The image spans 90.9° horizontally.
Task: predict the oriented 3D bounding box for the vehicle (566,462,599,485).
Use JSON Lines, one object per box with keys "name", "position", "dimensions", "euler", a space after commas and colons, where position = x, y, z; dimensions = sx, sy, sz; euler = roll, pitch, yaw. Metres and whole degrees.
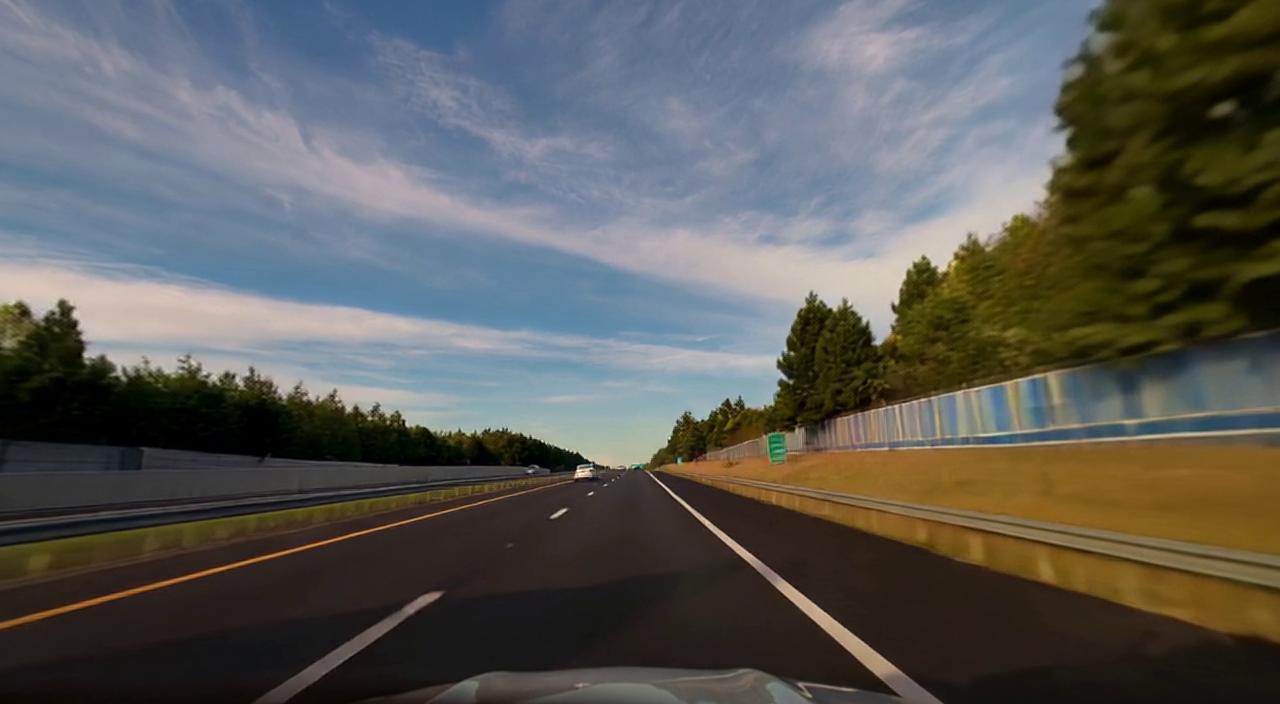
{"name": "vehicle", "position": [-4.053, 8.657, 44.834], "dimensions": [1.985, 1.515, 3.839], "euler": [1, -11, 0]}
